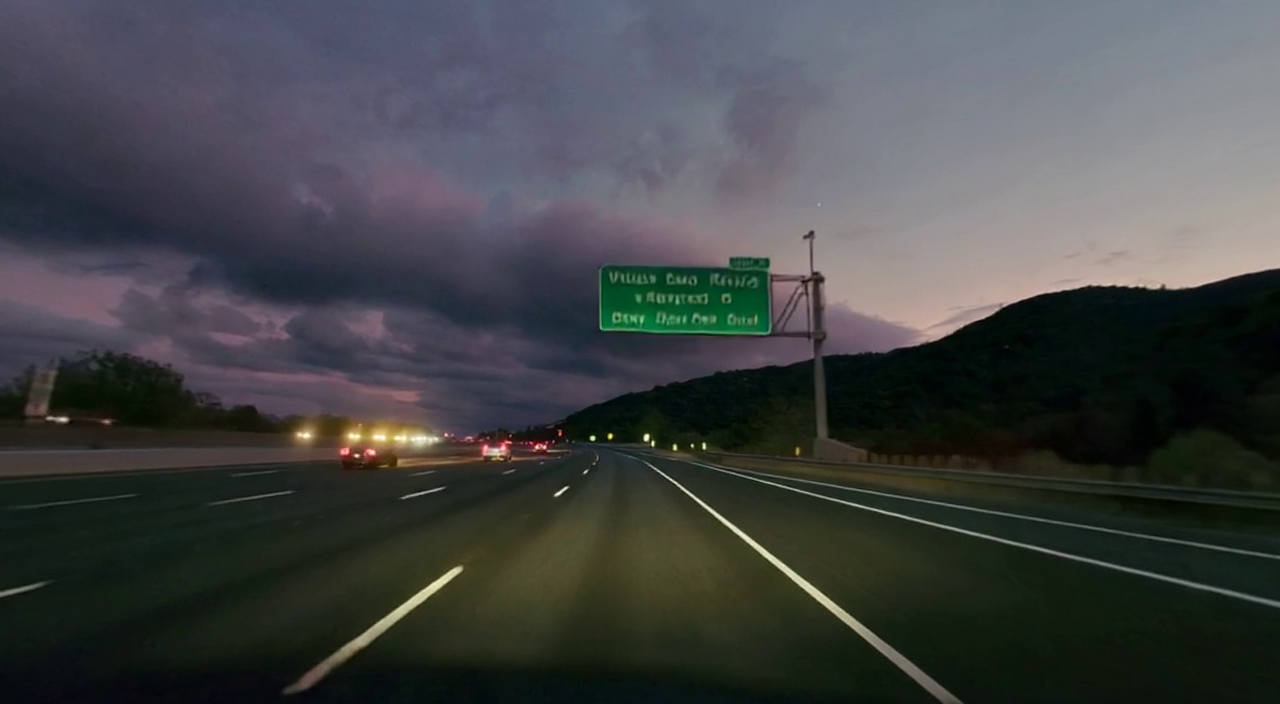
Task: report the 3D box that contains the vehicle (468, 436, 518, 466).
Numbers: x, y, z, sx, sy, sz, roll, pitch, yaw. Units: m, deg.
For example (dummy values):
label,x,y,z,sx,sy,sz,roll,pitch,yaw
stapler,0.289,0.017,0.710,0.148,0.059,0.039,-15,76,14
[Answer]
label,x,y,z,sx,sy,sz,roll,pitch,yaw
vehicle,-8.884,6.046,38.558,2.104,1.715,4.319,0,-9,-1

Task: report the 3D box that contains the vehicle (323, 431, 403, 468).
label,x,y,z,sx,sy,sz,roll,pitch,yaw
vehicle,-15.837,5.622,36.532,2.240,1.953,5.452,0,-9,-2
